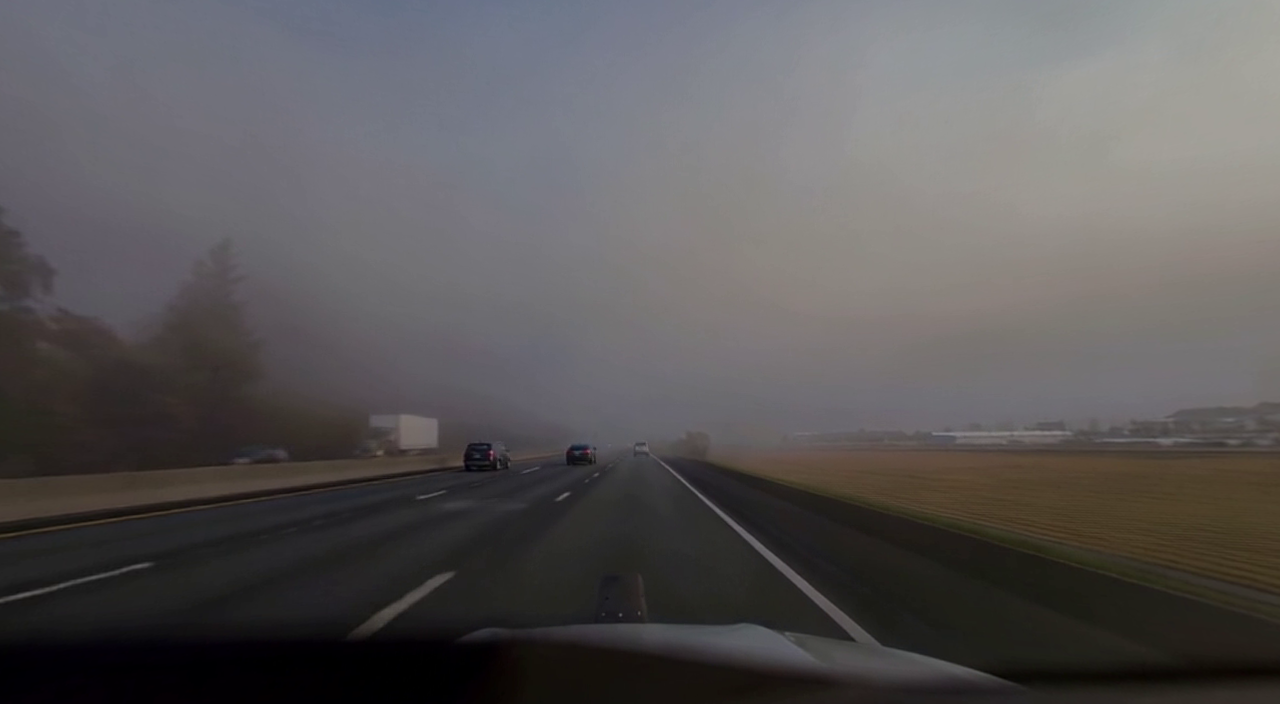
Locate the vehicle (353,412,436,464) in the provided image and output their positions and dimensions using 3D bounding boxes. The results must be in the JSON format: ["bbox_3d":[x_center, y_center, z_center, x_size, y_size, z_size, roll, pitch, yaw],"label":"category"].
[{"bbox_3d":[-18.838,6.712,49.031,2.951,3.679,8.155,0,-9,1],"label":"vehicle"}]

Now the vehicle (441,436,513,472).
[{"bbox_3d":[-7.492,4.745,29.488,2.034,1.523,4.627,0,-8,1],"label":"vehicle"}]

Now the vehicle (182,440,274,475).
[{"bbox_3d":[-22.878,5.854,35.188,1.920,1.765,4.634,0,-8,1],"label":"vehicle"}]

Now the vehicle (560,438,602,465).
[{"bbox_3d":[-3.686,6.284,40.020,2.083,1.588,4.801,0,-8,2],"label":"vehicle"}]
